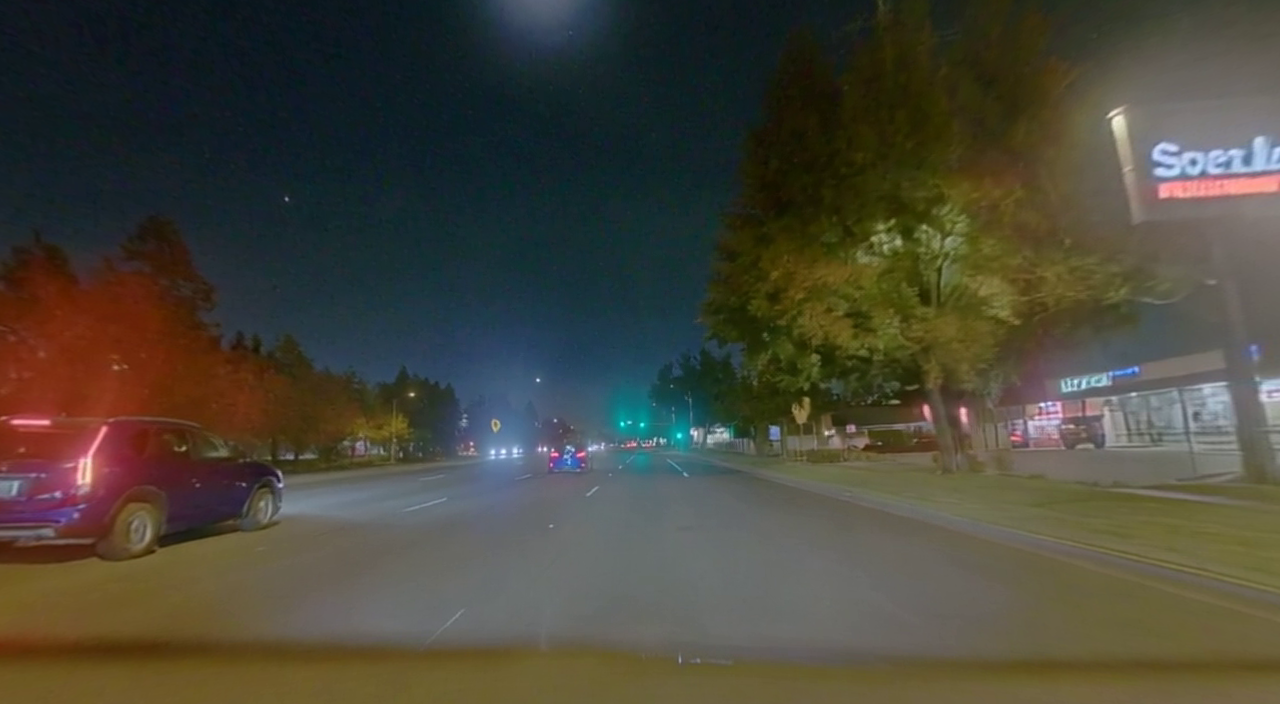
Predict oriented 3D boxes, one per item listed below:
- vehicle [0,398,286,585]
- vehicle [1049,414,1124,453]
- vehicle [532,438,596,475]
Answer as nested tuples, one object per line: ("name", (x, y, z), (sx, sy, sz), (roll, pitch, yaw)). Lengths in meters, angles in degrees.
("vehicle", (-6.911, 1.625, 8.076), (2.043, 1.726, 4.472), (0, -8, 1))
("vehicle", (24.979, 4.601, 35.492), (2.342, 2.007, 5.843), (-3, -9, 25))
("vehicle", (-3.226, 4.544, 27.658), (2.152, 1.479, 4.394), (0, -9, 1))
